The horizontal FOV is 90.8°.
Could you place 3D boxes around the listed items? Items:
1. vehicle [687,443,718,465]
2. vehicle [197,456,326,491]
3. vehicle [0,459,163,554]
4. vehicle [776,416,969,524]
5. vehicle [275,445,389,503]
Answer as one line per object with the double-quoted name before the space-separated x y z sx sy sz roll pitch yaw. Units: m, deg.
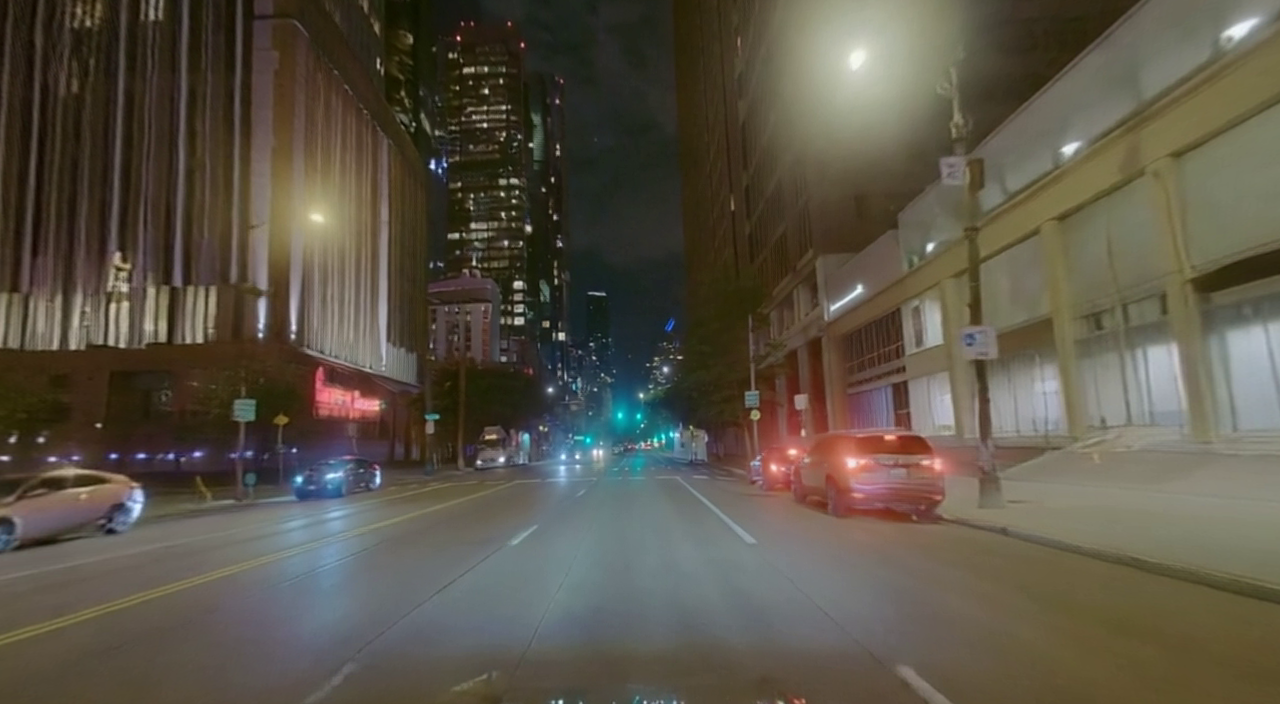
"vehicle" 4.574 7.507 46.670 1.891 1.535 4.068 0 -8 0
"vehicle" -17.276 5.554 29.011 4.575 1.462 2.015 0 -8 -4
"vehicle" -11.291 2.765 11.435 2.007 1.511 4.280 -4 -10 0
"vehicle" 4.736 2.499 14.025 2.237 1.908 5.320 0 -8 0
"vehicle" -11.148 4.425 23.277 2.039 1.770 4.445 -3 -9 -1
